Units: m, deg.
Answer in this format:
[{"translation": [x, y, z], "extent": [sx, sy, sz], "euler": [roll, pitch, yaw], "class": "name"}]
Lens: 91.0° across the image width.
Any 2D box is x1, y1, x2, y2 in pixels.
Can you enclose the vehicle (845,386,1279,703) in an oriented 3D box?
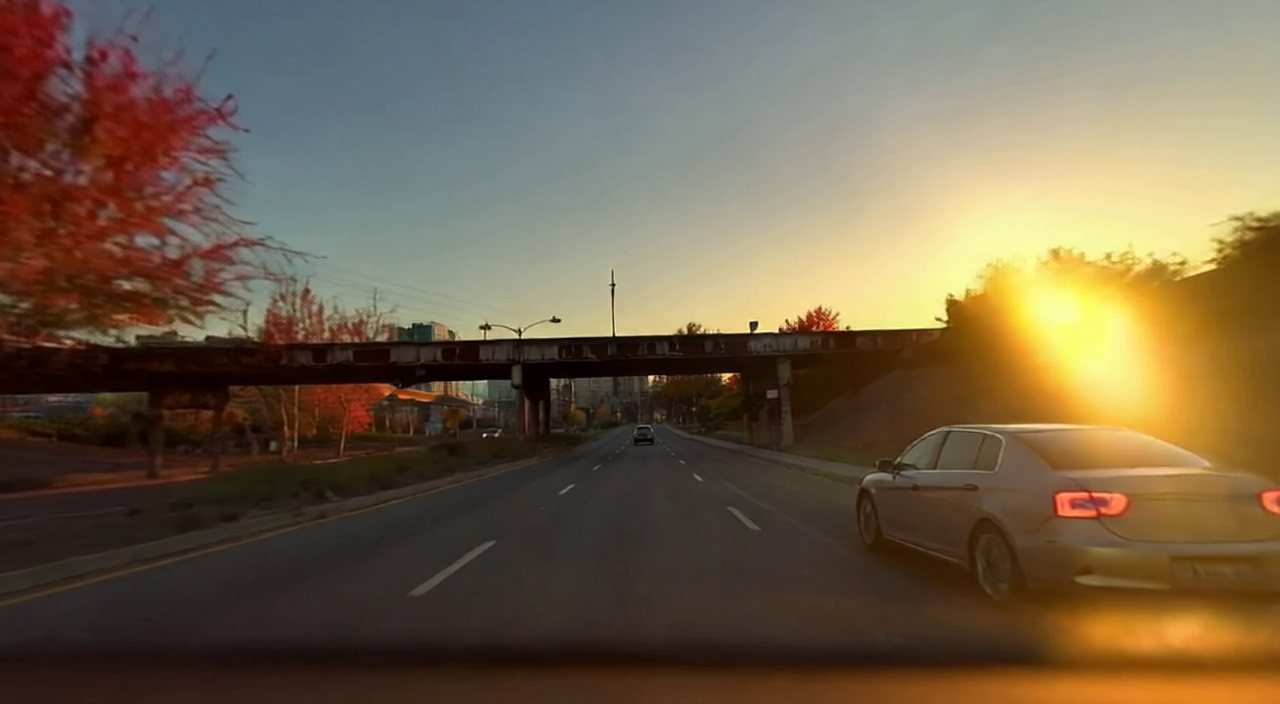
[{"translation": [3.510, 1.260, 5.309], "extent": [2.063, 1.542, 4.420], "euler": [0, -8, 0], "class": "vehicle"}]
